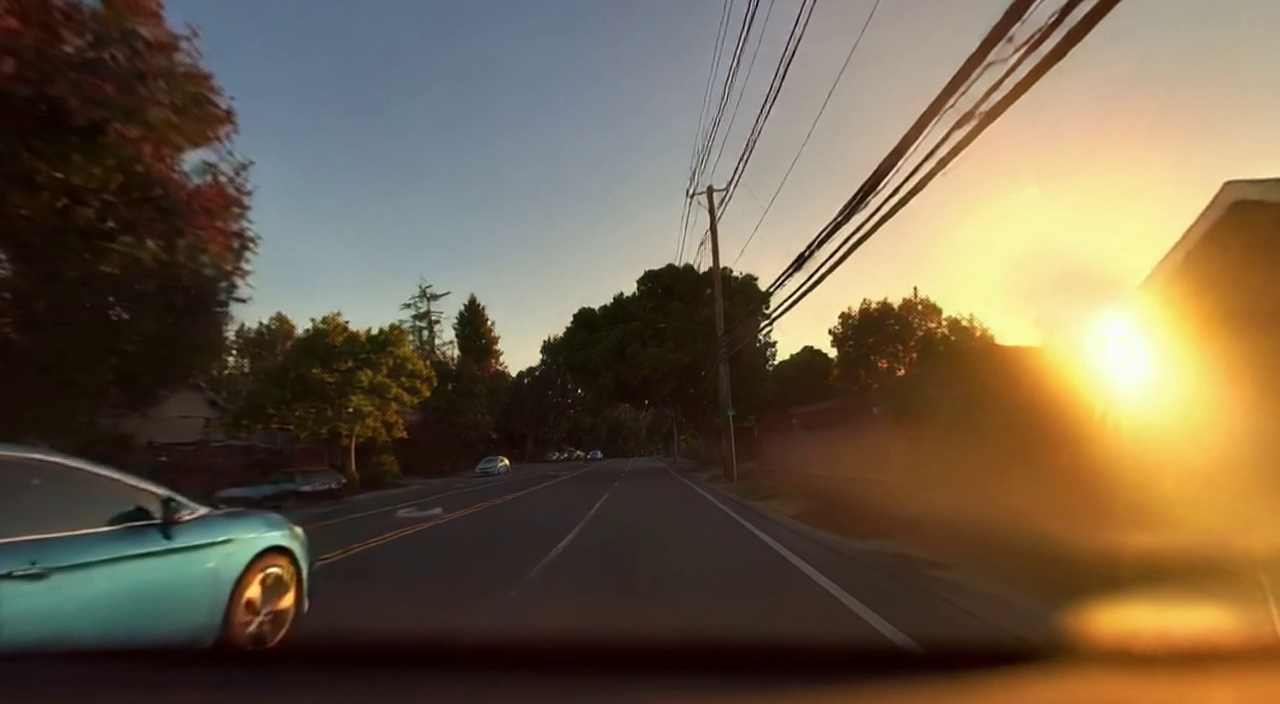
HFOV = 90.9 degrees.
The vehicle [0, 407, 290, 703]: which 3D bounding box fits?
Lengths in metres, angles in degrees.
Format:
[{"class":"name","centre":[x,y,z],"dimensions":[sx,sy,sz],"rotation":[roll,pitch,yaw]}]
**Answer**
[{"class":"vehicle","centre":[-3.338,0.825,1.421],"dimensions":[2.085,1.512,5.023],"rotation":[0,-10,2]}]
